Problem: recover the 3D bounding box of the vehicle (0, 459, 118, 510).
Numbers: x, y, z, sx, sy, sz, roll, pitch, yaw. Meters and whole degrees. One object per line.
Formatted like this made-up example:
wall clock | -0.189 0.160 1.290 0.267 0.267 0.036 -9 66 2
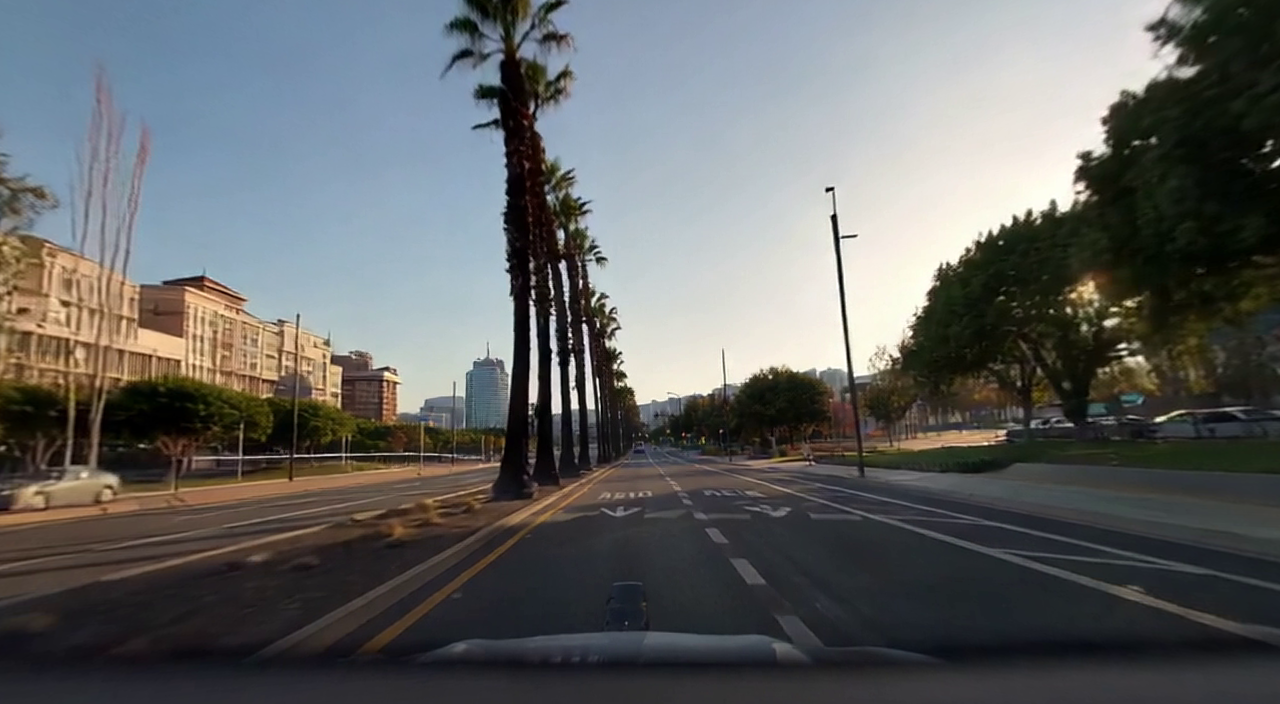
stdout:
vehicle | -22.373 4.897 23.682 1.809 1.591 4.245 0 -8 0
